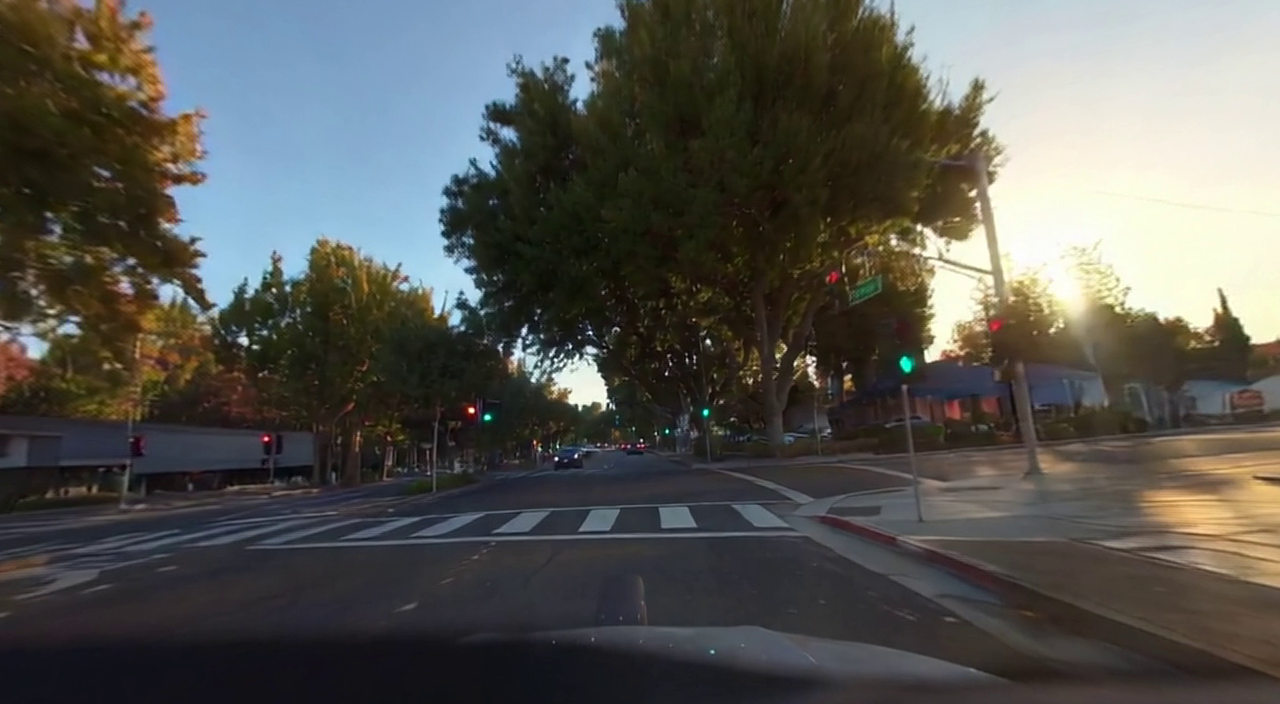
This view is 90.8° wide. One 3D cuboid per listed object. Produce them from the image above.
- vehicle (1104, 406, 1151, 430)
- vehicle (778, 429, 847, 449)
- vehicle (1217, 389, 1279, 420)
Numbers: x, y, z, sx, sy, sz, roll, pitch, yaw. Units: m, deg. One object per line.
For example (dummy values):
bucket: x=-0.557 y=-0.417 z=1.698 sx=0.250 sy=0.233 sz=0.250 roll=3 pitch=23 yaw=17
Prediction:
vehicle: x=35.299 y=4.810 z=45.854 sx=1.954 sy=1.540 sz=3.963 roll=-5 pitch=-10 yaw=27
vehicle: x=13.606 y=6.905 z=49.868 sx=4.803 sy=1.510 sz=1.927 roll=-6 pitch=-10 yaw=33
vehicle: x=43.540 y=3.779 z=45.336 sx=2.215 sy=1.897 sz=5.594 roll=-10 pitch=-9 yaw=34
